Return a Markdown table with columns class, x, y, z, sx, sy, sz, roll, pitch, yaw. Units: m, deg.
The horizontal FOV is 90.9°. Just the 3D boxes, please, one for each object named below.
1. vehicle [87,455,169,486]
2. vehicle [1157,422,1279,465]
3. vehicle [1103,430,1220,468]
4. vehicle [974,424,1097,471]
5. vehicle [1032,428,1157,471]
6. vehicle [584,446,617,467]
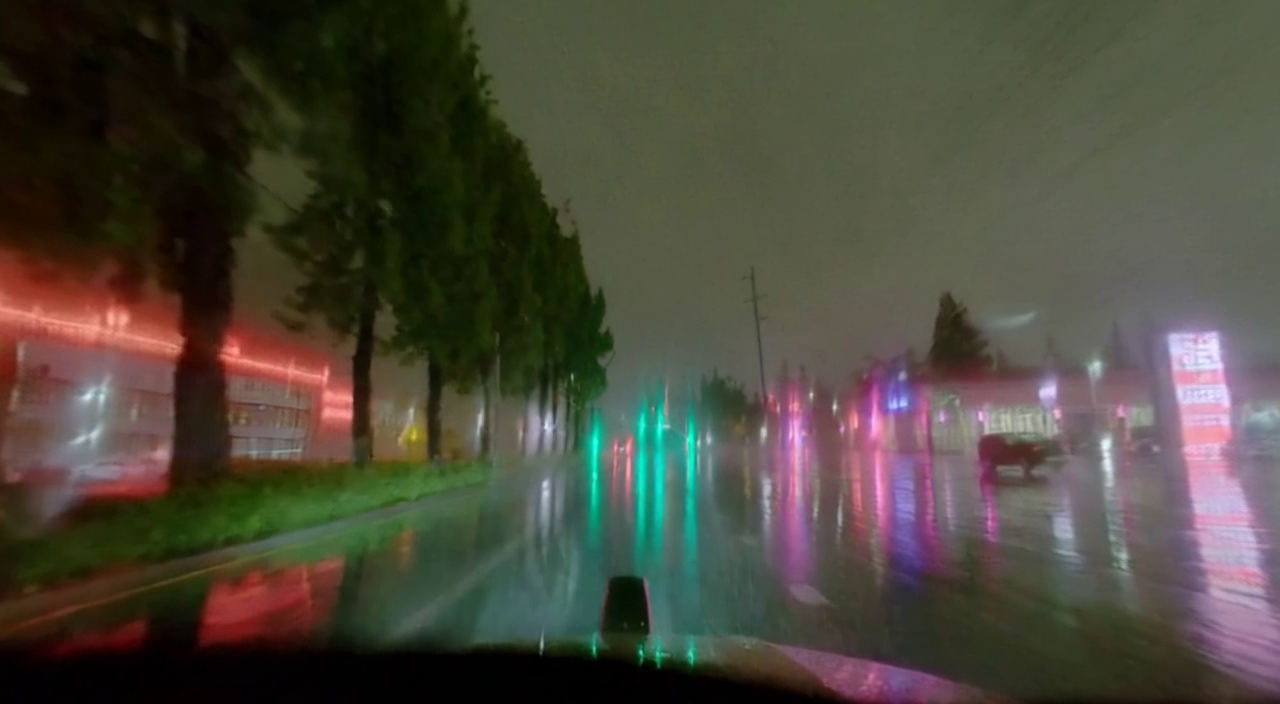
| class | x | y | z | sx | sy | sz | roll | pitch | yaw |
| --- | --- | --- | --- | --- | --- | --- | --- | --- | --- |
| vehicle | -31.456 | 7.269 | 38.912 | 1.830 | 1.663 | 4.166 | 0 | -9 | -6 |
| vehicle | 25.387 | 3.993 | 27.446 | 2.024 | 1.683 | 4.322 | 0 | -9 | 0 |
| vehicle | 22.487 | 4.187 | 27.392 | 1.828 | 1.450 | 3.730 | -2 | -8 | 0 |
| vehicle | 16.966 | 4.139 | 27.410 | 2.038 | 1.827 | 4.870 | 0 | -9 | -2 |
| vehicle | 19.617 | 4.212 | 27.502 | 2.074 | 1.607 | 4.465 | -2 | -8 | -1 |
| vehicle | -2.809 | 7.576 | 45.927 | 2.082 | 1.460 | 4.442 | -1 | -9 | 1 |
